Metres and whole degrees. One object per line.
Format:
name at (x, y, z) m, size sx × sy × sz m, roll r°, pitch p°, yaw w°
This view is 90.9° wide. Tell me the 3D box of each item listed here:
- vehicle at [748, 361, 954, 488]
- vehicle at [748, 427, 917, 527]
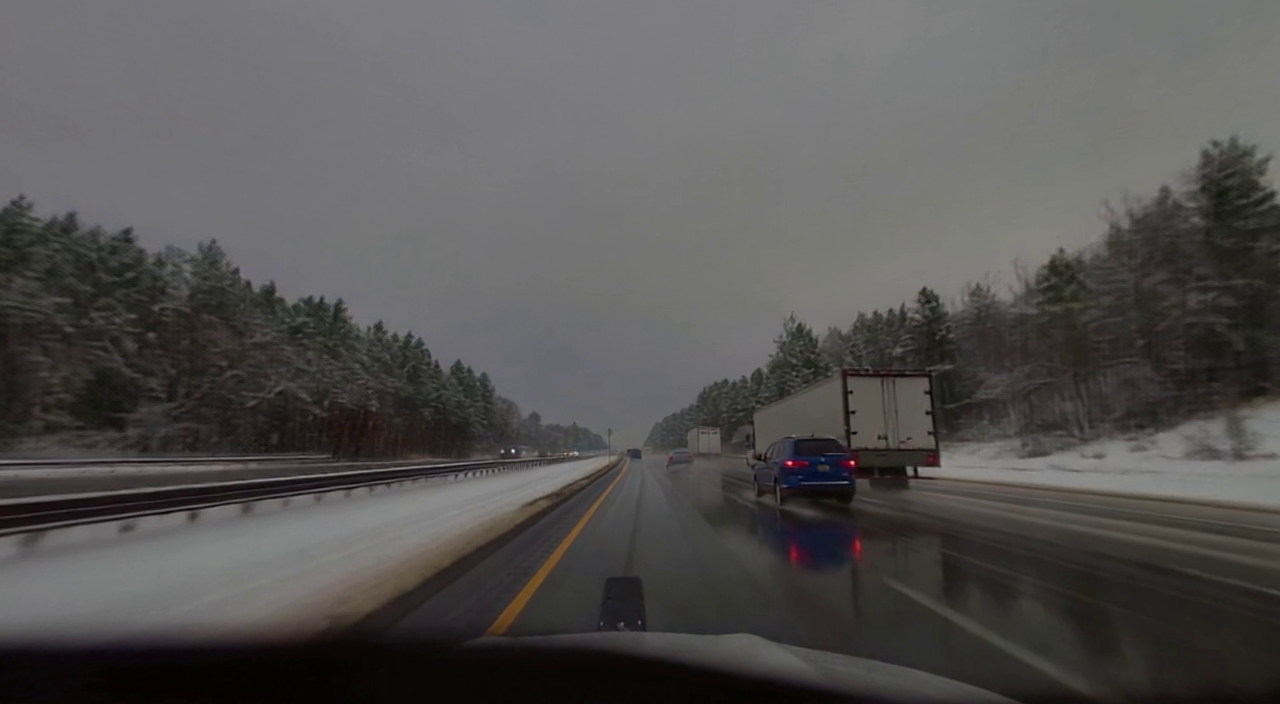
vehicle at (8.080, 3.574, 28.350) m, size 3.441 × 4.016 × 16.812 m, roll 0°, pitch -9°, yaw 0°
vehicle at (3.605, 2.421, 12.716) m, size 2.022 × 1.658 × 4.132 m, roll 0°, pitch -9°, yaw -1°
